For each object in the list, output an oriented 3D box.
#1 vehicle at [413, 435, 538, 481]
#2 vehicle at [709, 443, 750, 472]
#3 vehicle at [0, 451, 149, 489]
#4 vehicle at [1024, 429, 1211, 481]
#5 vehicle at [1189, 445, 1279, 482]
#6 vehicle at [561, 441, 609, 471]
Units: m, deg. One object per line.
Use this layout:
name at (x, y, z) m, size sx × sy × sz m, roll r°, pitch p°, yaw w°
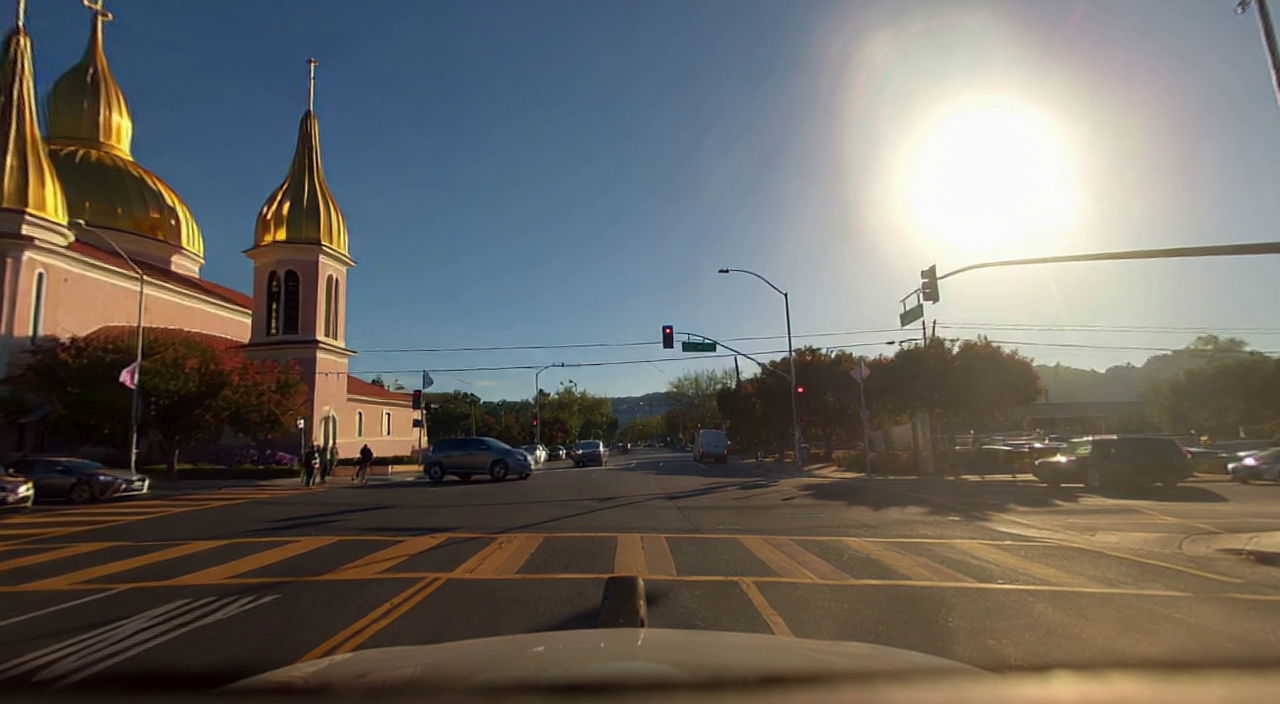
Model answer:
vehicle at (-6.816, 4.359, 26.287) m, size 4.567 × 1.724 × 2.051 m, roll 5°, pitch -10°, yaw -32°
vehicle at (5.811, 6.862, 41.480) m, size 1.969 × 1.776 × 4.329 m, roll 0°, pitch -8°, yaw -2°
vehicle at (-23.382, 4.856, 26.207) m, size 4.479 × 1.476 × 1.873 m, roll 0°, pitch -8°, yaw 1°
vehicle at (19.868, 4.315, 26.563) m, size 5.852 × 2.057 × 2.361 m, roll 0°, pitch -8°, yaw 1°
vehicle at (26.372, 4.686, 26.675) m, size 4.561 × 1.475 × 1.850 m, roll 0°, pitch -8°, yaw 0°
vehicle at (-3.226, 6.274, 38.300) m, size 2.223 × 1.692 × 4.688 m, roll -1°, pitch -8°, yaw 3°
